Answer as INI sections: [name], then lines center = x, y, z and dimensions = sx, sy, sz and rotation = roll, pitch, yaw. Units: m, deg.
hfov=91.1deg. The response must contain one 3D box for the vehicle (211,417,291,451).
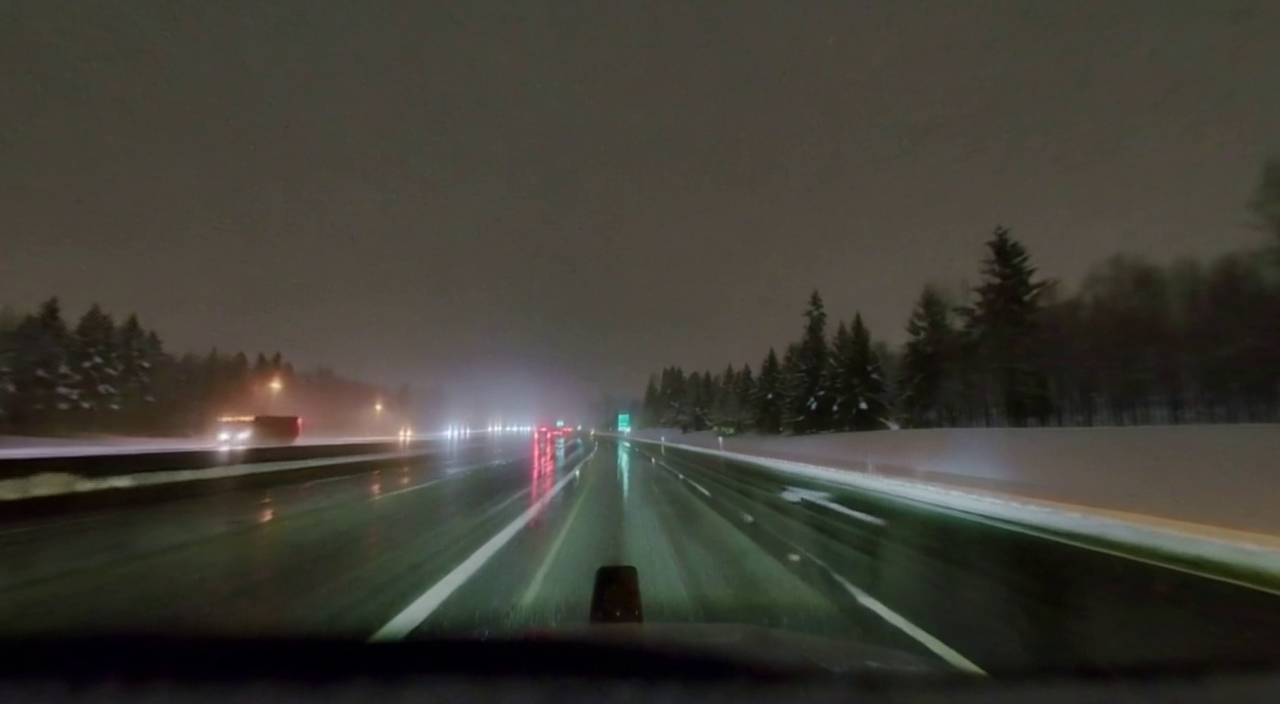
[vehicle]
center = -30.178, 6.393, 49.117
dimensions = 2.442, 2.453, 6.168
rotation = 0, -8, -2
